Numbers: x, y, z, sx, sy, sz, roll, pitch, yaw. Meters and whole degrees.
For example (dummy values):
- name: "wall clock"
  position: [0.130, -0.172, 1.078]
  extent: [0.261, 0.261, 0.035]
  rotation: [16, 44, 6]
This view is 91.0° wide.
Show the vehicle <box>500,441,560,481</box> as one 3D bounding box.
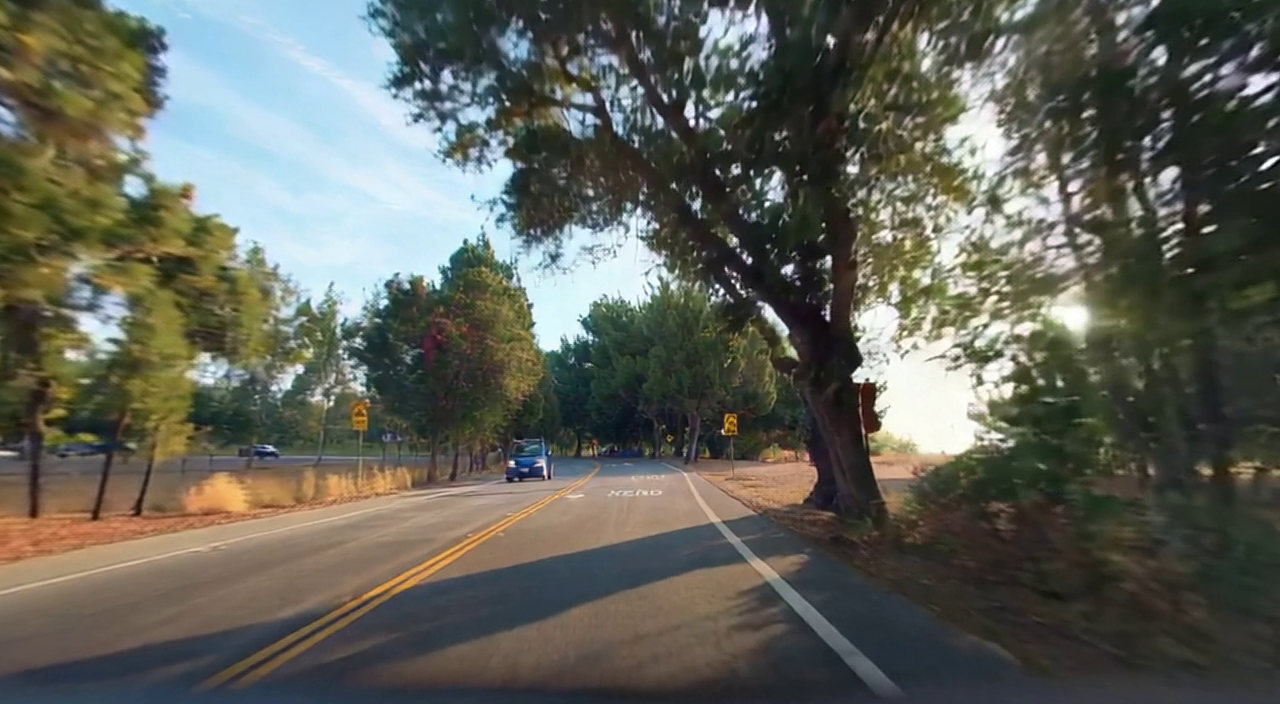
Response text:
- name: "vehicle"
  position: [-5.723, 5.777, 33.620]
  extent: [2.394, 1.900, 5.863]
  rotation: [0, -9, -2]
